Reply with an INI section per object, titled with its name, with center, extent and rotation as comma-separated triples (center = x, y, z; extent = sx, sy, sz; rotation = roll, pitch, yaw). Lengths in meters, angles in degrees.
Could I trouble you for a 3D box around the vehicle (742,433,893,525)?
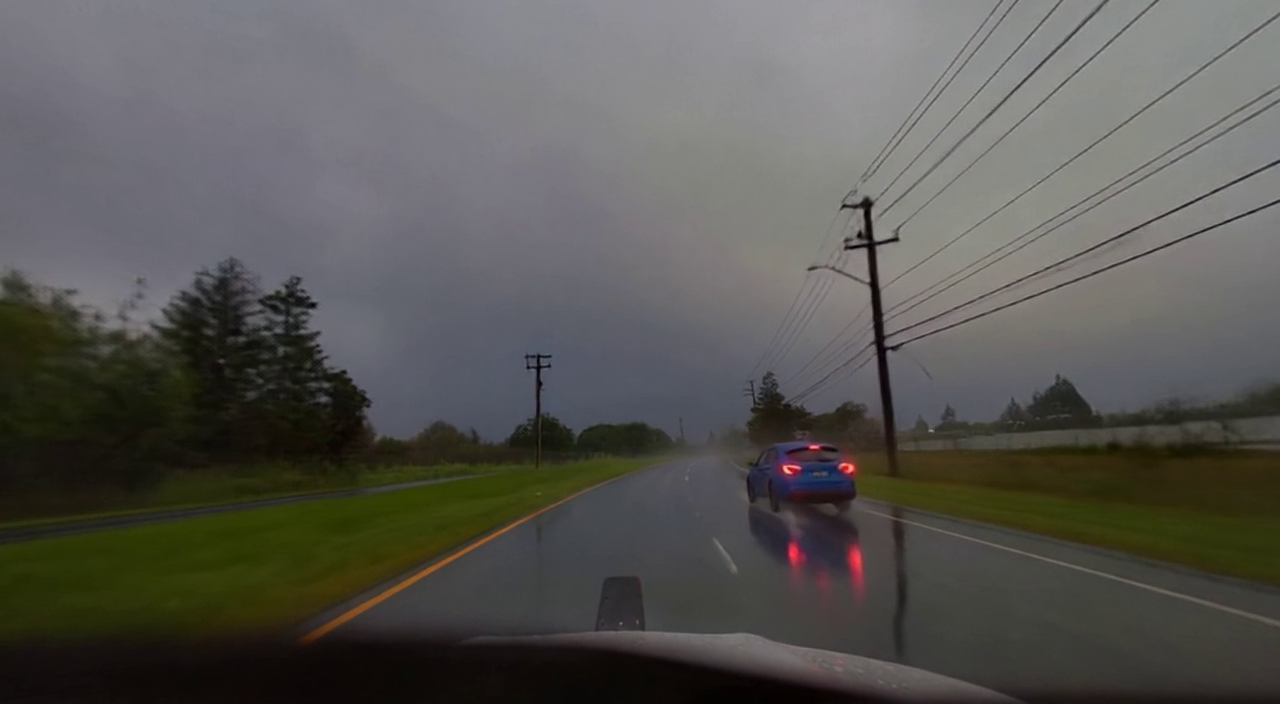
[vehicle]
center = 3.679, 2.715, 14.019
extent = 2.135, 1.692, 4.185
rotation = 0, -9, 0
